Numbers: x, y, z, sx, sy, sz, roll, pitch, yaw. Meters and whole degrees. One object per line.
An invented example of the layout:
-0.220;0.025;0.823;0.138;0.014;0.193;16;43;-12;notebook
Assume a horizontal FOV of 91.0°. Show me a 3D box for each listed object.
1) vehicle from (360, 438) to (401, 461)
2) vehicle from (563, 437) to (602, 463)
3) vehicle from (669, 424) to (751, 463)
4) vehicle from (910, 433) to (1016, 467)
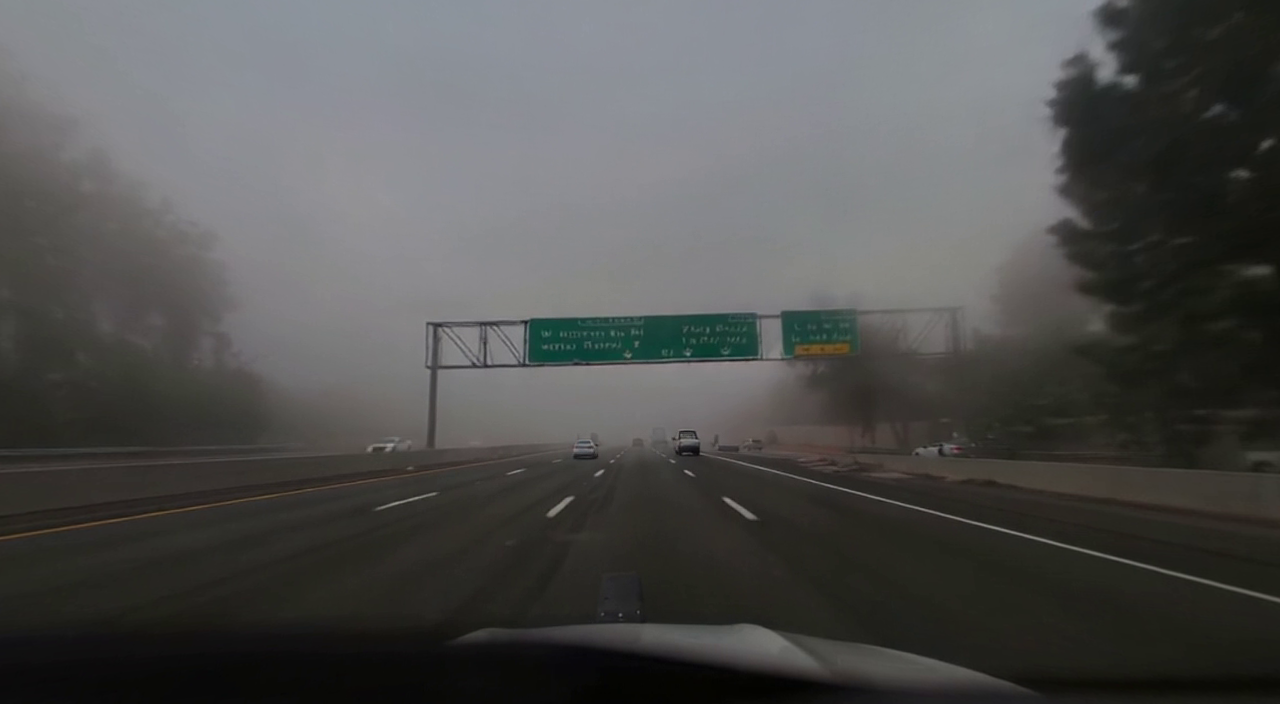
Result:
-17.457;6.544;42.491;1.470;1.364;3.324;-2;-7;-1;vehicle
-3.609;6.229;40.085;2.066;1.500;4.415;0;-8;0;vehicle
3.927;5.727;39.241;3.042;2.004;14.051;0;-8;-2;vehicle
19.025;5.795;37.472;2.261;1.824;5.678;2;-9;-15;vehicle
